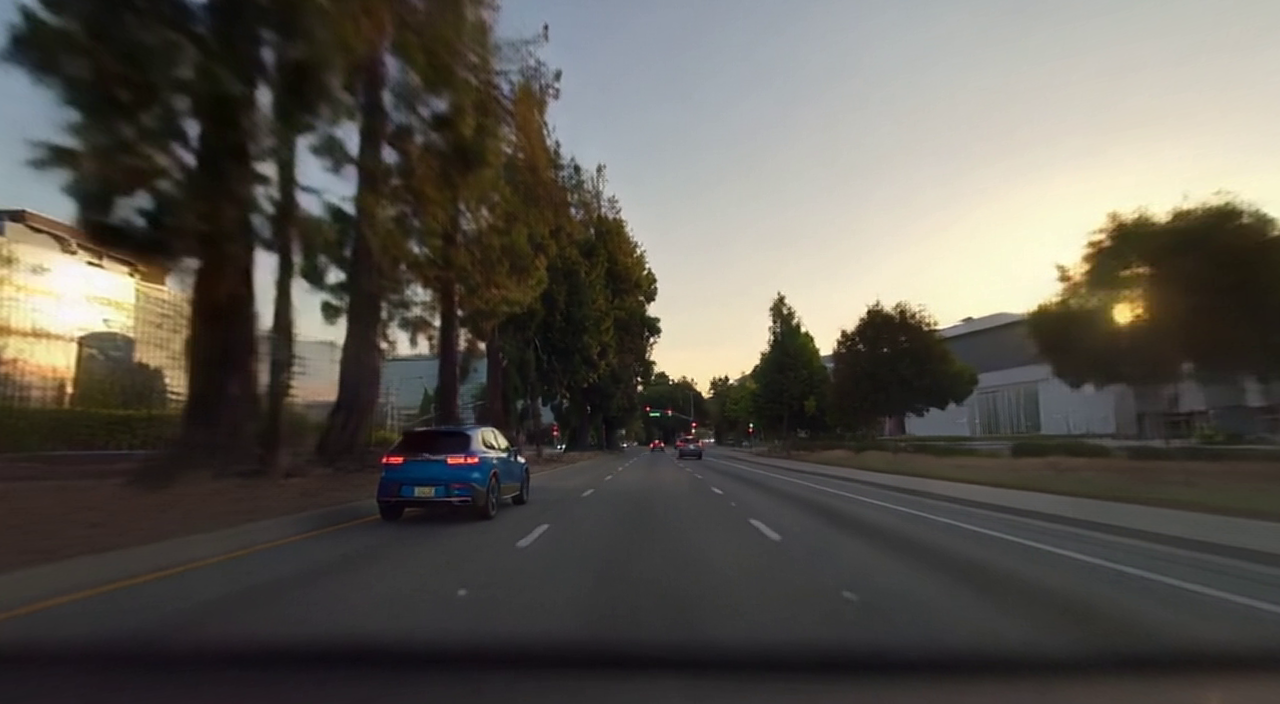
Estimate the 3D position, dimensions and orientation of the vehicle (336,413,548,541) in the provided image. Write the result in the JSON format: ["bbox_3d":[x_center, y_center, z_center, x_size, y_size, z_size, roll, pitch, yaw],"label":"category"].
[{"bbox_3d":[-3.017,2.023,10.836,2.033,1.713,4.503,0,-8,2],"label":"vehicle"}]
